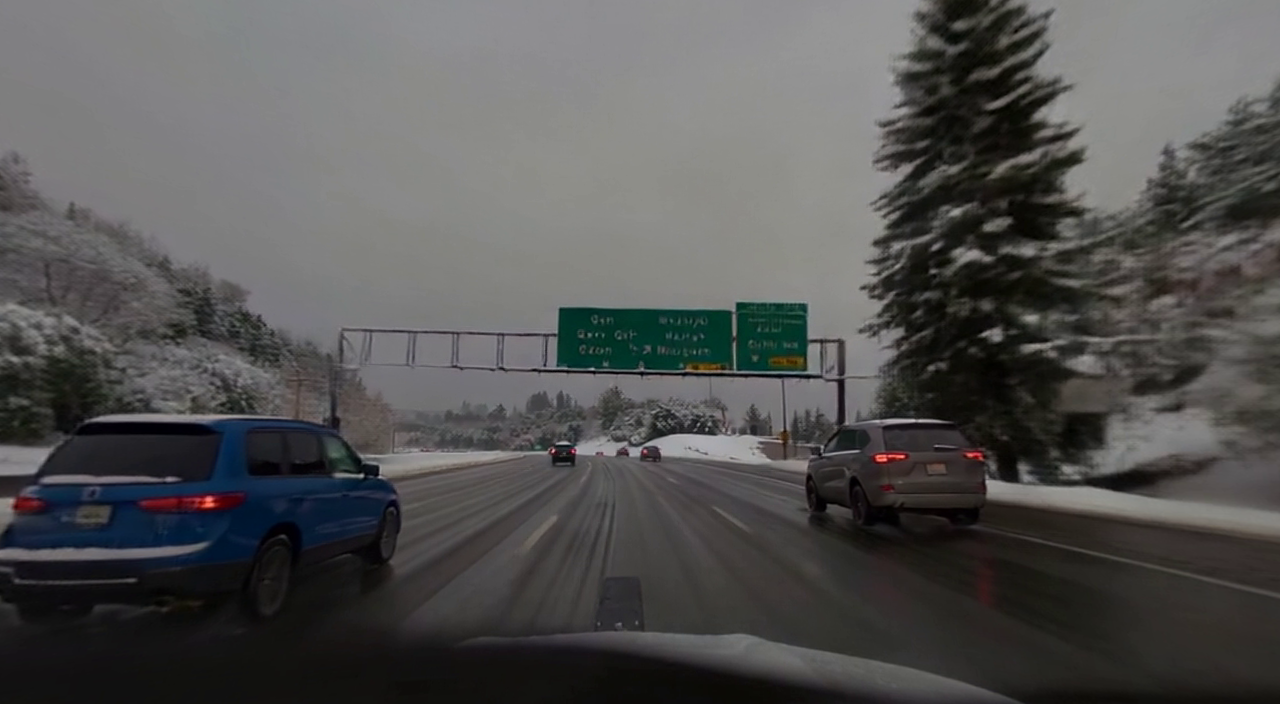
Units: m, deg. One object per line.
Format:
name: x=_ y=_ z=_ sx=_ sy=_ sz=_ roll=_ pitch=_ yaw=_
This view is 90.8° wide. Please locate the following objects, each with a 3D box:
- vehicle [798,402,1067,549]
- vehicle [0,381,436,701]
vehicle: x=4.464 y=1.990 z=10.782 sx=2.103 sy=1.903 sz=4.837 roll=0 pitch=-9 yaw=-2
vehicle: x=-3.759 y=1.393 z=5.873 sx=2.213 sy=1.766 sz=4.598 roll=0 pitch=-9 yaw=0
